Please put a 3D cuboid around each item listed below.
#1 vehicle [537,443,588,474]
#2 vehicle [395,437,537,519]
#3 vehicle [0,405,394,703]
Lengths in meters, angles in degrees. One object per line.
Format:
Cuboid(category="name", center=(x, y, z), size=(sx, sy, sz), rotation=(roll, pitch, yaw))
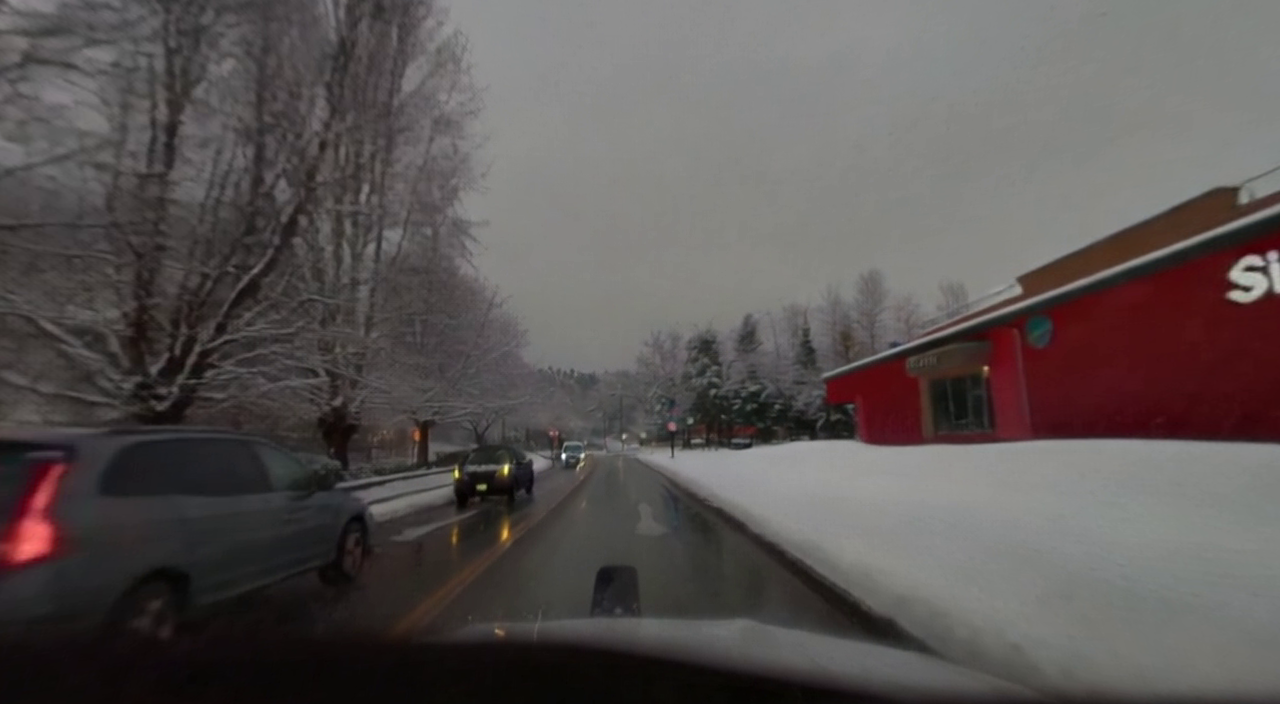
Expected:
Cuboid(category="vehicle", center=(-3.883, 5.412, 32.194), size=(1.962, 1.424, 4.289), rotation=(0, -8, 1))
Cuboid(category="vehicle", center=(-3.558, 2.614, 13.745), size=(1.853, 1.478, 4.381), rotation=(0, -8, 0))
Cuboid(category="vehicle", center=(-3.421, 1.242, 4.400), size=(1.768, 1.539, 4.147), rotation=(0, -8, -1))
